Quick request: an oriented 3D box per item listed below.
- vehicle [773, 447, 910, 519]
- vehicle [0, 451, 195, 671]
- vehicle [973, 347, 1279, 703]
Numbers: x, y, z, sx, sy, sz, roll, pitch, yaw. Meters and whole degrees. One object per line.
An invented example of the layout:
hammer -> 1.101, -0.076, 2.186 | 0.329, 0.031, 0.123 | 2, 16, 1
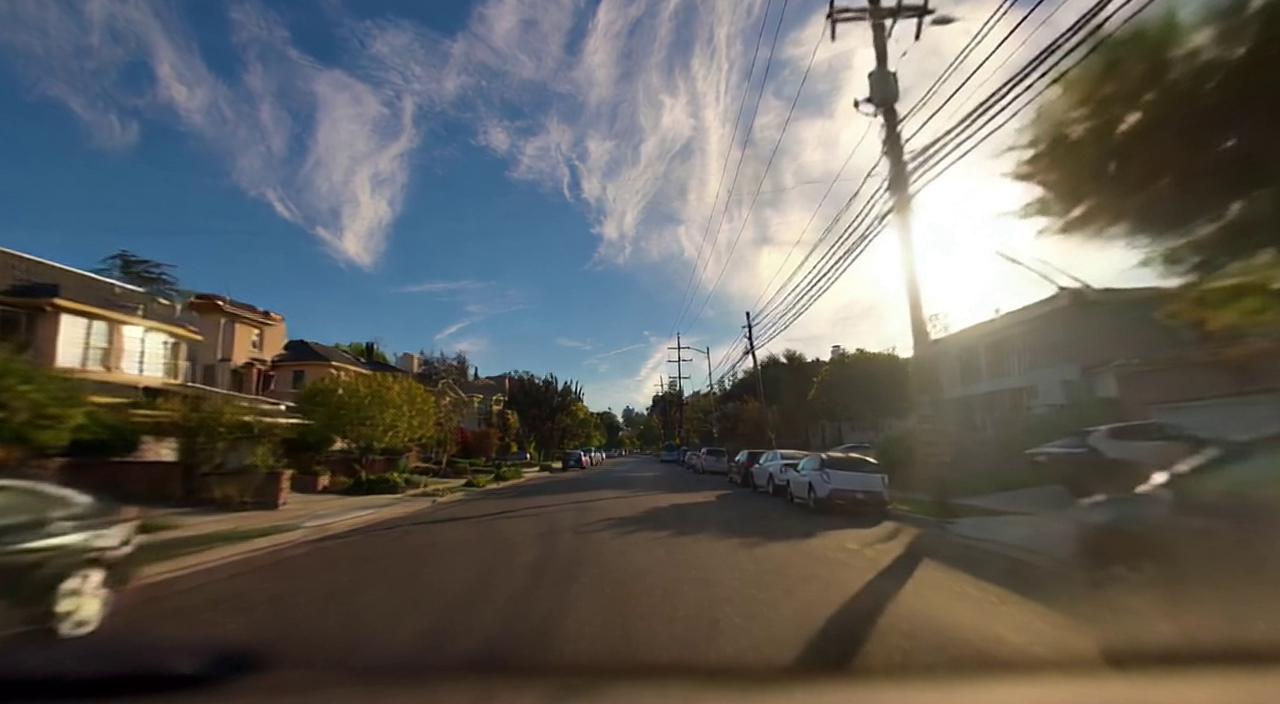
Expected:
vehicle -> 4.662, 3.051, 15.390 | 1.859, 1.469, 4.550 | 0, -9, 0
vehicle -> -5.374, 1.421, 4.107 | 1.856, 1.499, 4.216 | 0, -8, 0
vehicle -> 4.565, 0.894, 3.069 | 2.462, 1.894, 6.076 | 0, -9, -1
